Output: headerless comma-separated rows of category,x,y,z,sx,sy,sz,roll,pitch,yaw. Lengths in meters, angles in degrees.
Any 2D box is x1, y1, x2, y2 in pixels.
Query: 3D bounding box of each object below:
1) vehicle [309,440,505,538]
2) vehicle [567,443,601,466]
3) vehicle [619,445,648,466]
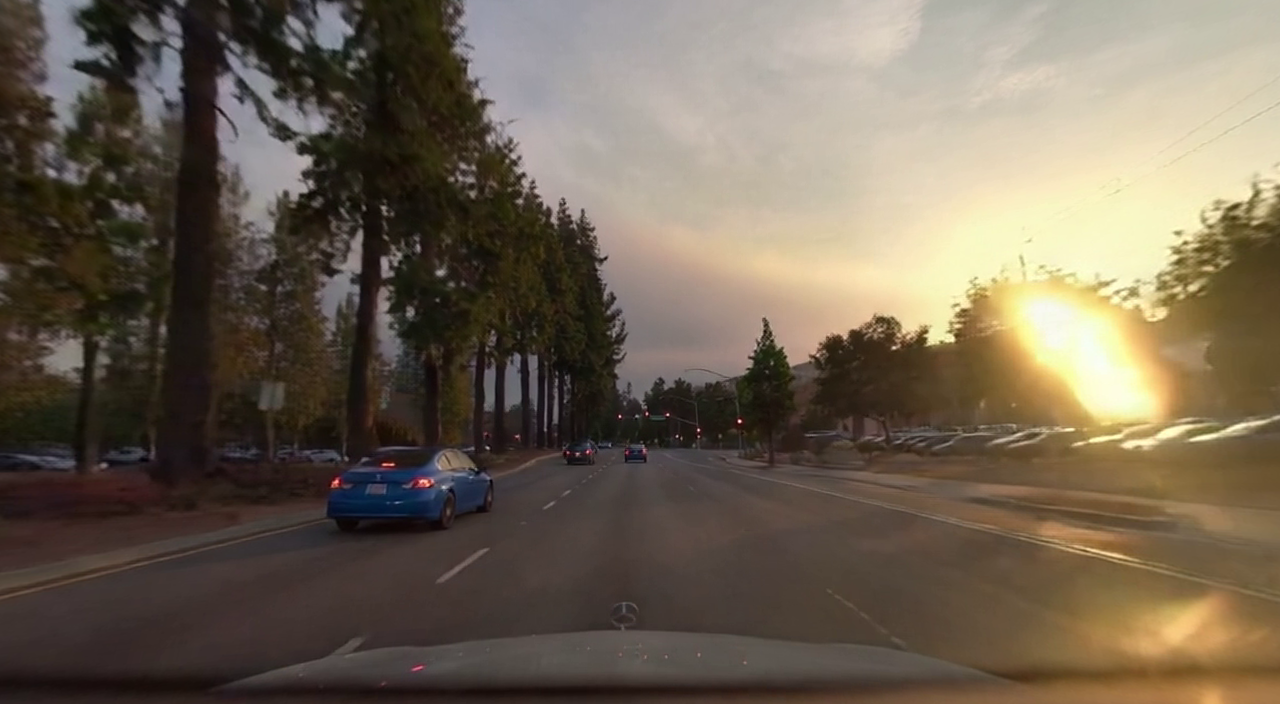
vehicle,-3.893,2.345,11.523,1.905,1.418,4.396,0,-9,0
vehicle,-4.060,7.501,46.359,2.103,1.592,4.160,0,-9,0
vehicle,-0.476,7.535,46.016,1.991,1.431,4.199,0,-9,-1
